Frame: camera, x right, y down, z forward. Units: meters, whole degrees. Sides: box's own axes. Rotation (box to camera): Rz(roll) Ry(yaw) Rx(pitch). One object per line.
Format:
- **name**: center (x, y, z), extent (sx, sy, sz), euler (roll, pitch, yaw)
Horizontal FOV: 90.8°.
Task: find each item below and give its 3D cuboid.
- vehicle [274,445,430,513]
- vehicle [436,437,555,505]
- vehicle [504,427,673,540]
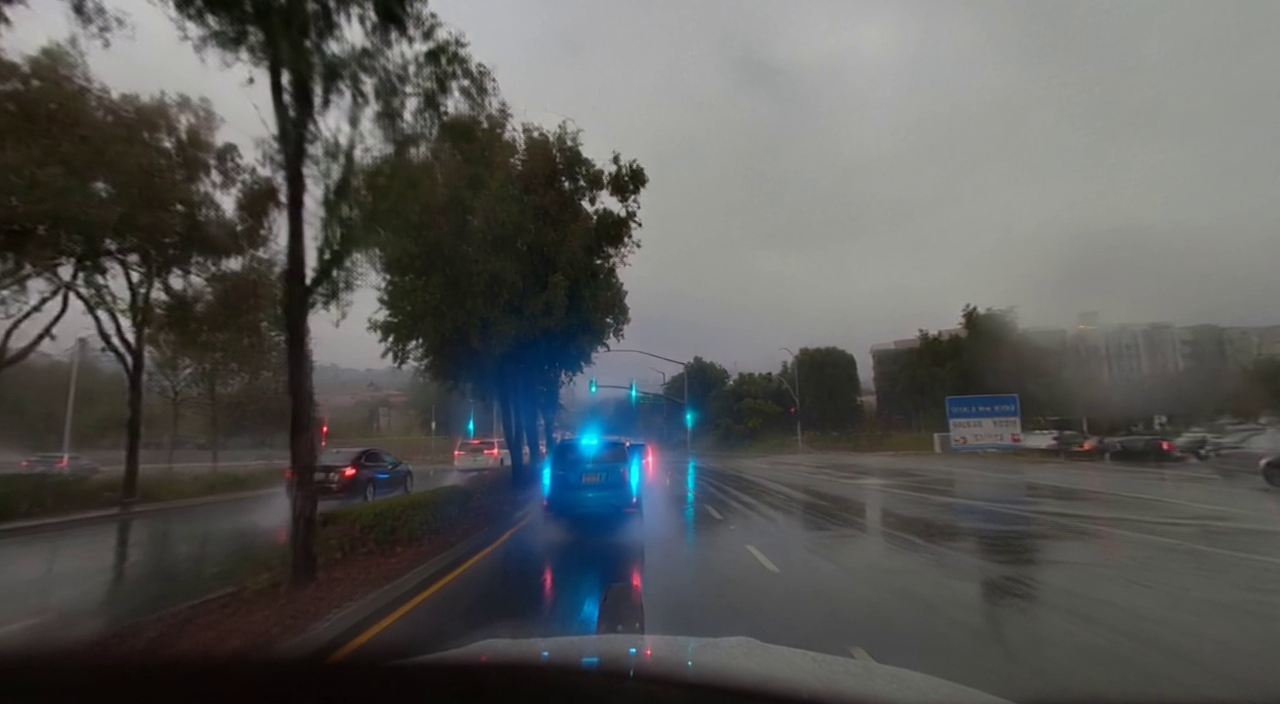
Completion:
- **vehicle**: center (-7.030, 3.111, 16.053), extent (1.852, 1.458, 4.422), euler (0, -9, 0)
- **vehicle**: center (-3.511, 2.979, 16.296), extent (1.920, 1.480, 4.549), euler (0, -9, 1)
- **vehicle**: center (-0.703, 2.075, 10.639), extent (2.231, 1.481, 4.489), euler (0, -9, -1)
